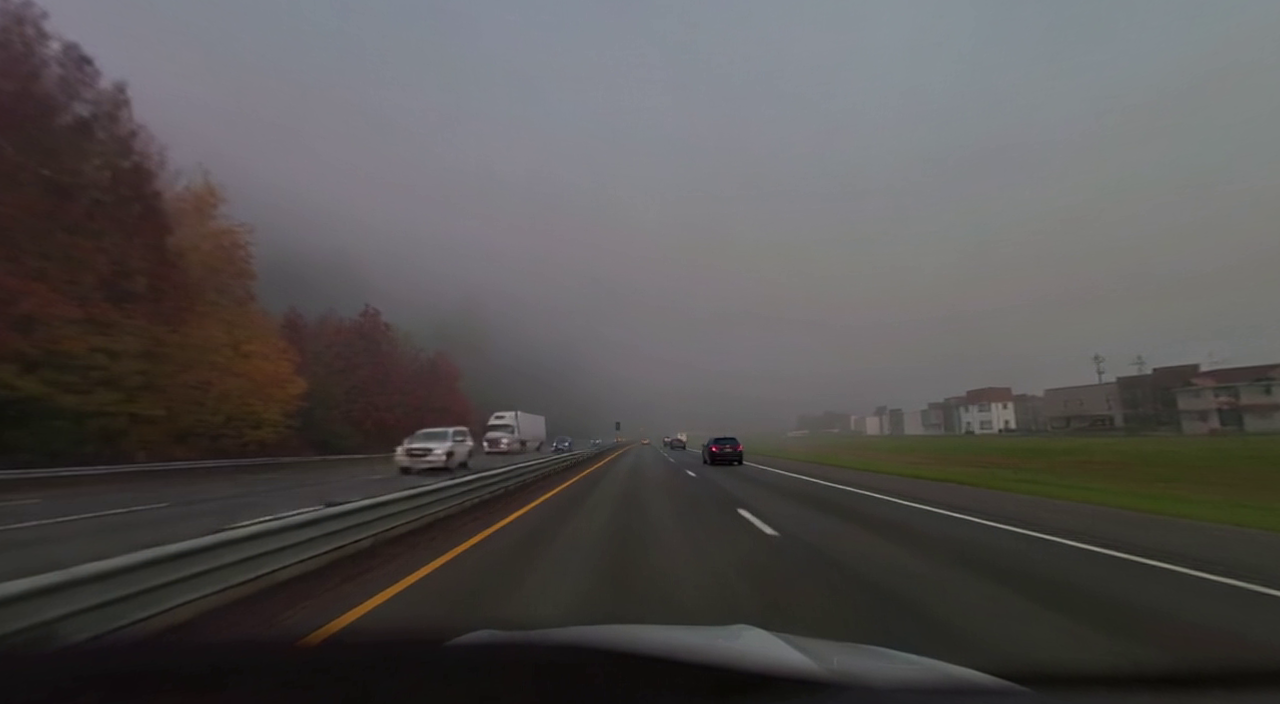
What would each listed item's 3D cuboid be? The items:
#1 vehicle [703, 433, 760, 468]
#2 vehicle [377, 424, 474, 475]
[{"bbox_3d":[4.285,4.690,30.105,2.024,1.516,4.197,0,-8,-1],"label":"vehicle"},{"bbox_3d":[-8.413,3.865,25.149,2.096,1.813,4.961,-1,-8,0],"label":"vehicle"}]
